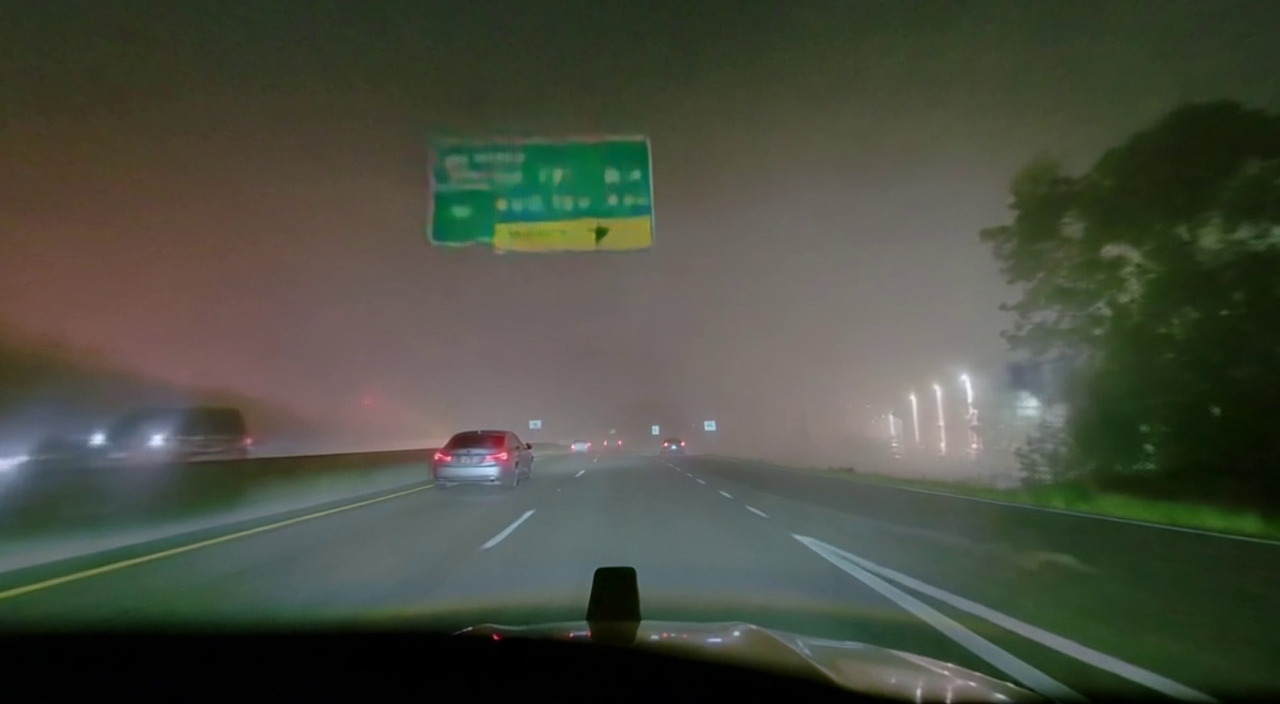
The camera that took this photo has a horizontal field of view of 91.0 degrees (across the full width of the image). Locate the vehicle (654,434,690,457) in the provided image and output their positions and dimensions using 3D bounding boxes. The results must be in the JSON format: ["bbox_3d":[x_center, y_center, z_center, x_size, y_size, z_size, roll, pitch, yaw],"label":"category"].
[{"bbox_3d":[2.354,7.007,47.299,2.078,1.608,3.982,0,-8,-5],"label":"vehicle"}]

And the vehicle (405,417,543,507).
[{"bbox_3d":[-3.600,2.465,14.595,2.080,1.733,4.410,0,-8,-1],"label":"vehicle"}]

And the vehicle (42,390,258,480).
[{"bbox_3d":[-17.642,3.113,23.412,2.697,2.823,6.718,0,-8,-2],"label":"vehicle"}]
